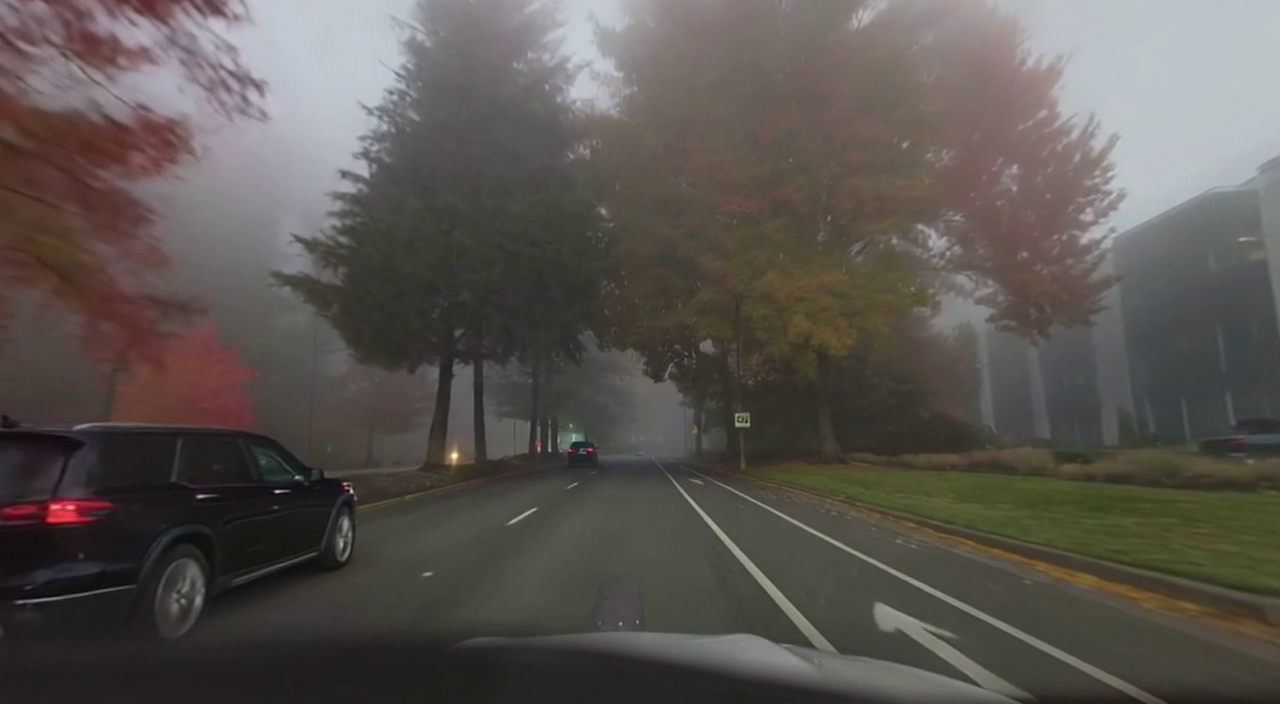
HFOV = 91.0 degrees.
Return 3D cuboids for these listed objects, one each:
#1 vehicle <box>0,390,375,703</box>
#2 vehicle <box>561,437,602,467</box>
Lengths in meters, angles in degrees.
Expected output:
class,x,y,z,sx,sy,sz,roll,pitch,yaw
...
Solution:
class,x,y,z,sx,sy,sz,roll,pitch,yaw
vehicle,-3.993,1.235,4.888,1.923,1.528,4.309,0,-9,1
vehicle,-3.605,6.250,39.459,2.112,1.779,4.489,0,-9,0
